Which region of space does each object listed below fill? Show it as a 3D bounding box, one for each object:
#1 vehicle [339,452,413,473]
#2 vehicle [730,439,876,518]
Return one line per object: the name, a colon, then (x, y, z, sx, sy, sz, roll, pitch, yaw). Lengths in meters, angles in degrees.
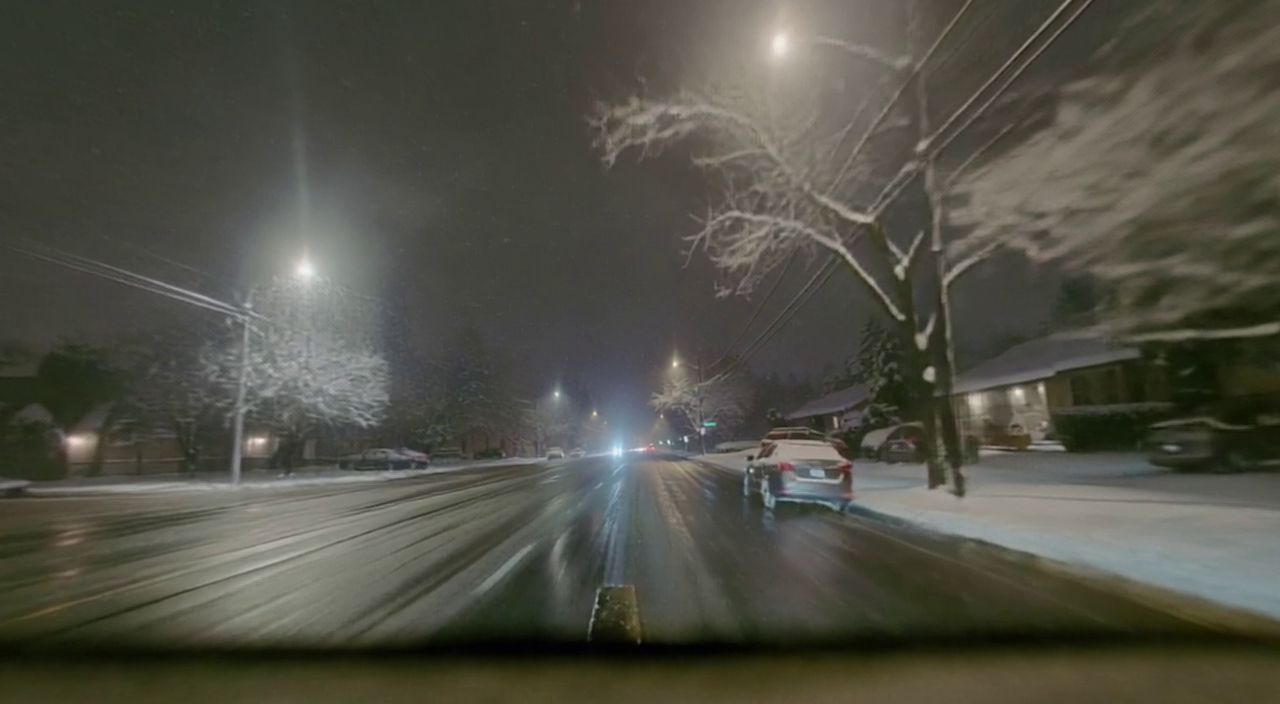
vehicle: (-18.751, 7.834, 44.926, 4.450, 1.409, 1.990, 6, -10, -34)
vehicle: (3.520, 2.833, 14.791, 2.037, 1.518, 4.904, 0, -8, -1)
